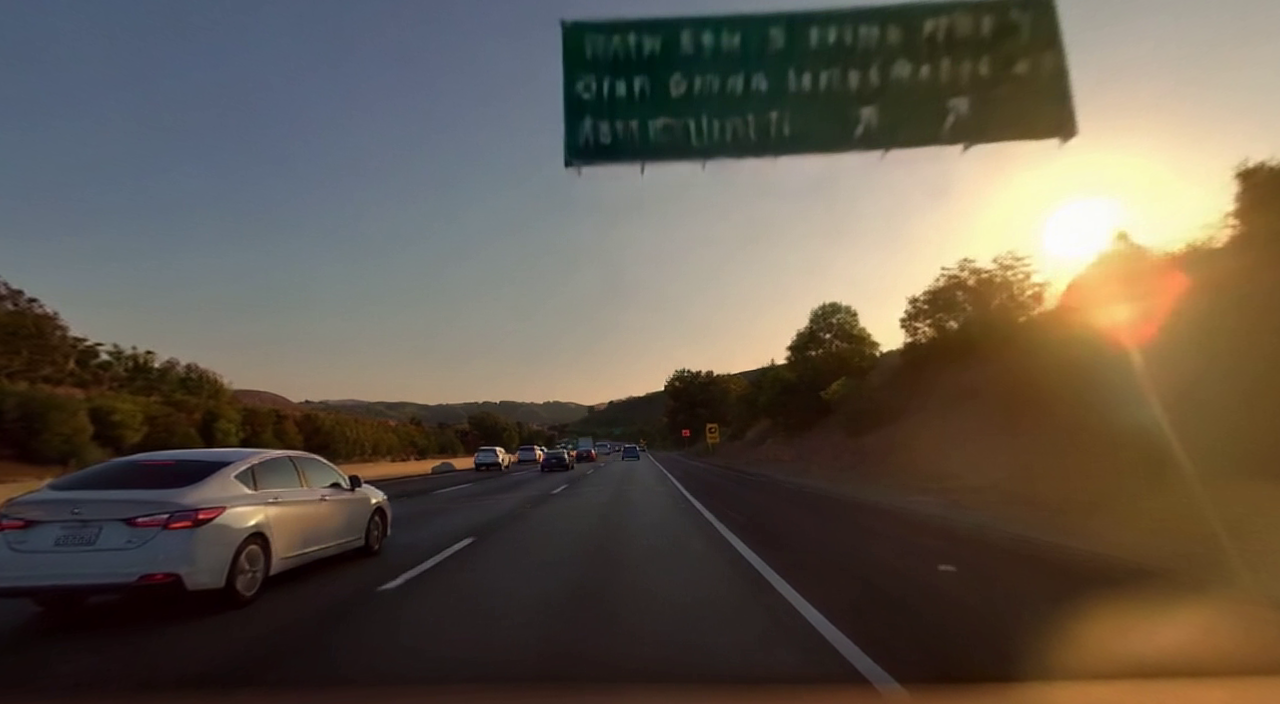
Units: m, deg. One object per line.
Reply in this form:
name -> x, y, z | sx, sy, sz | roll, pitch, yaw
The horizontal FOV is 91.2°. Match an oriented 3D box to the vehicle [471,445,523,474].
vehicle -> -7.909, 5.959, 35.007 | 1.936, 1.516, 3.904 | 0, -9, 0

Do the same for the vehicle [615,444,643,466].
vehicle -> -0.779, 7.627, 46.476 | 2.023, 1.479, 3.718 | 0, -9, 0

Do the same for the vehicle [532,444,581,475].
vehicle -> -4.210, 5.476, 32.174 | 1.988, 1.477, 4.118 | 0, -9, 0

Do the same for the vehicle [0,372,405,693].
vehicle -> -4.128, 1.359, 5.861 | 2.074, 1.779, 4.588 | 0, -9, 0
